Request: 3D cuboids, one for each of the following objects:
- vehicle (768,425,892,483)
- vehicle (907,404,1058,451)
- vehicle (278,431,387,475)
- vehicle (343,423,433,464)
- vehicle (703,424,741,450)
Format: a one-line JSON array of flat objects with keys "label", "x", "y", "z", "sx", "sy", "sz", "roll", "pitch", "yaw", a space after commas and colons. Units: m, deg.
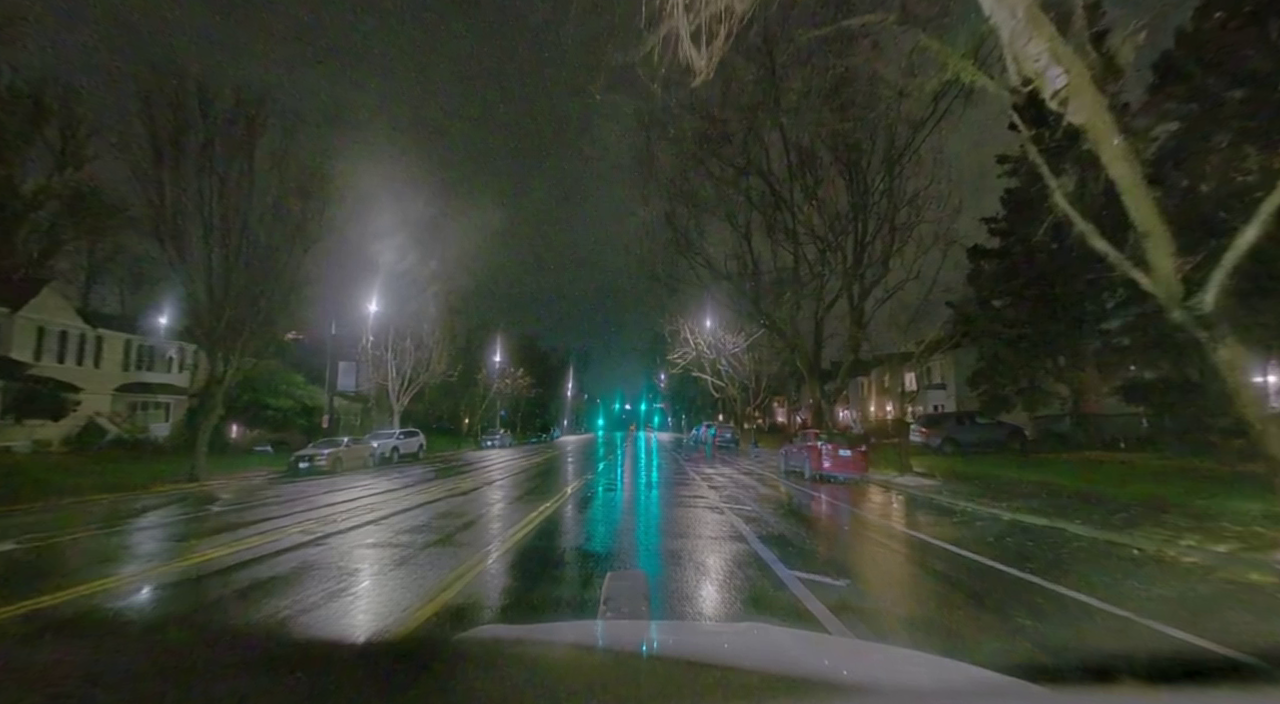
[{"label": "vehicle", "x": 5.192, "y": 2.855, "z": 17.875, "sx": 2.059, "sy": 1.449, "sz": 4.168, "roll": 0, "pitch": -8, "yaw": -2}, {"label": "vehicle", "x": 13.898, "y": 3.106, "z": 25.795, "sx": 4.940, "sy": 1.764, "sz": 1.977, "roll": -1, "pitch": -8, "yaw": 1}, {"label": "vehicle", "x": -11.894, "y": 3.882, "z": 24.768, "sx": 1.940, "sy": 1.496, "sz": 4.654, "roll": -1, "pitch": -7, "yaw": 0}, {"label": "vehicle", "x": -11.853, "y": 4.393, "z": 30.087, "sx": 2.228, "sy": 1.766, "sz": 4.770, "roll": 1, "pitch": -9, "yaw": 1}, {"label": "vehicle", "x": 5.338, "y": 5.628, "z": 41.819, "sx": 1.885, "sy": 1.603, "sz": 5.235, "roll": 0, "pitch": -7, "yaw": 1}]
